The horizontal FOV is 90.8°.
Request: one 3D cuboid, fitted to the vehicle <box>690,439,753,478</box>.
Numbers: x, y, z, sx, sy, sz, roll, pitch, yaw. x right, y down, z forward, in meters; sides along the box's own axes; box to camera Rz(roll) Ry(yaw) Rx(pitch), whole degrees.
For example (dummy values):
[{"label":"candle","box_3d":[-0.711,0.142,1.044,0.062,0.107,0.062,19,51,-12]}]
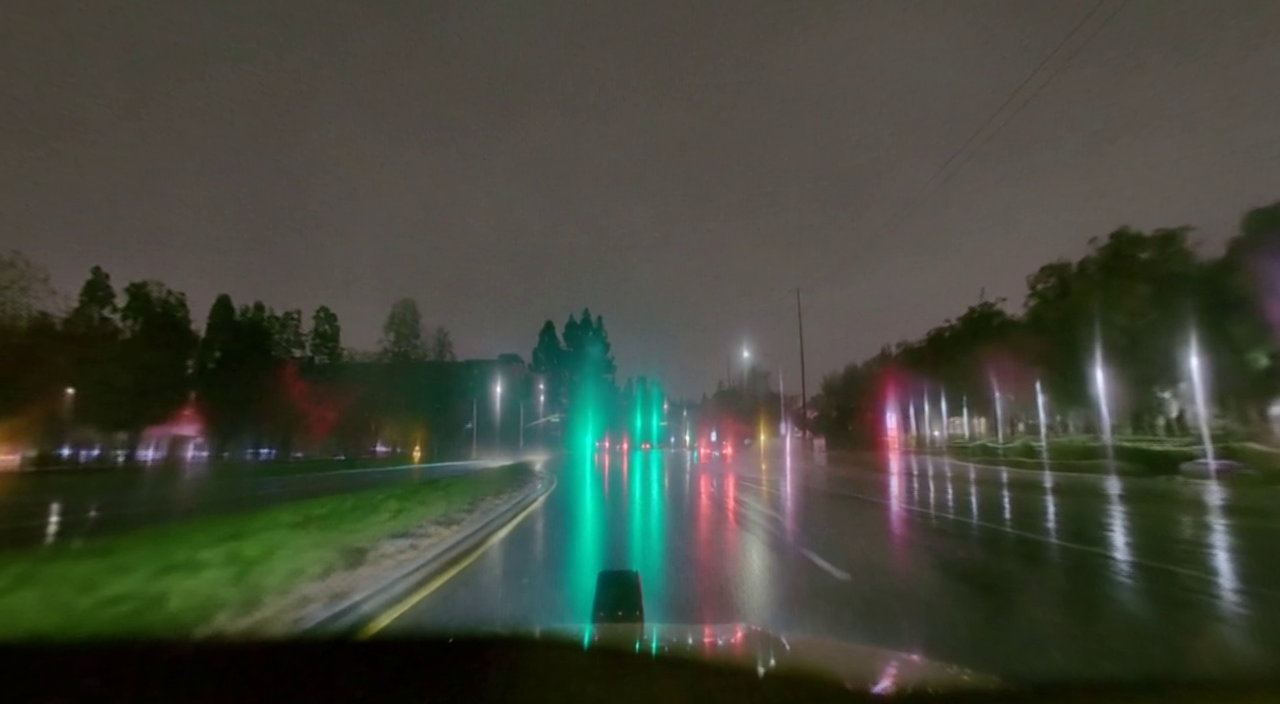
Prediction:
[{"label":"vehicle","box_3d":[3.336,4.473,26.840,1.948,1.479,4.620,0,-8,-1]}]
